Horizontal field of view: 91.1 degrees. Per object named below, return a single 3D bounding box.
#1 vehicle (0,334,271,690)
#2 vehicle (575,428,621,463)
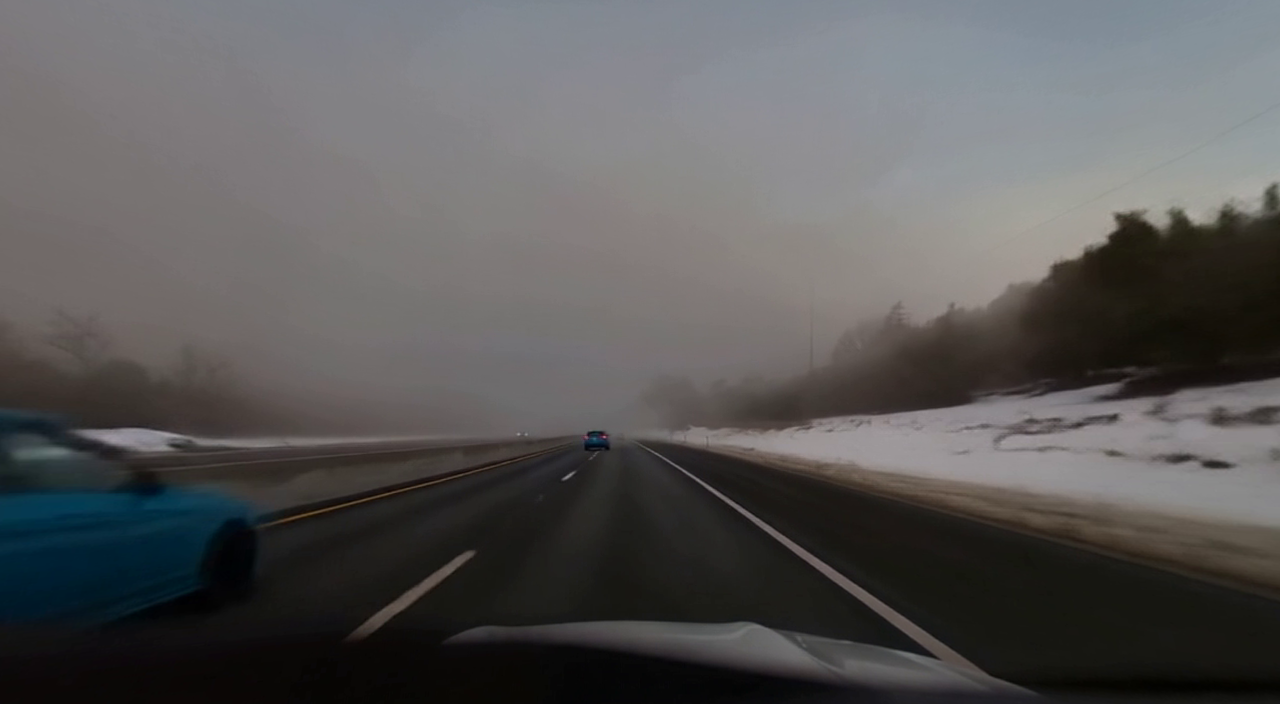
[{"bbox_3d":[-4.179,0.719,2.627,2.189,1.704,5.205,0,-8,-1],"label":"vehicle"},{"bbox_3d":[-1.884,4.336,29.365,1.999,1.536,3.969,0,-8,-1],"label":"vehicle"}]
